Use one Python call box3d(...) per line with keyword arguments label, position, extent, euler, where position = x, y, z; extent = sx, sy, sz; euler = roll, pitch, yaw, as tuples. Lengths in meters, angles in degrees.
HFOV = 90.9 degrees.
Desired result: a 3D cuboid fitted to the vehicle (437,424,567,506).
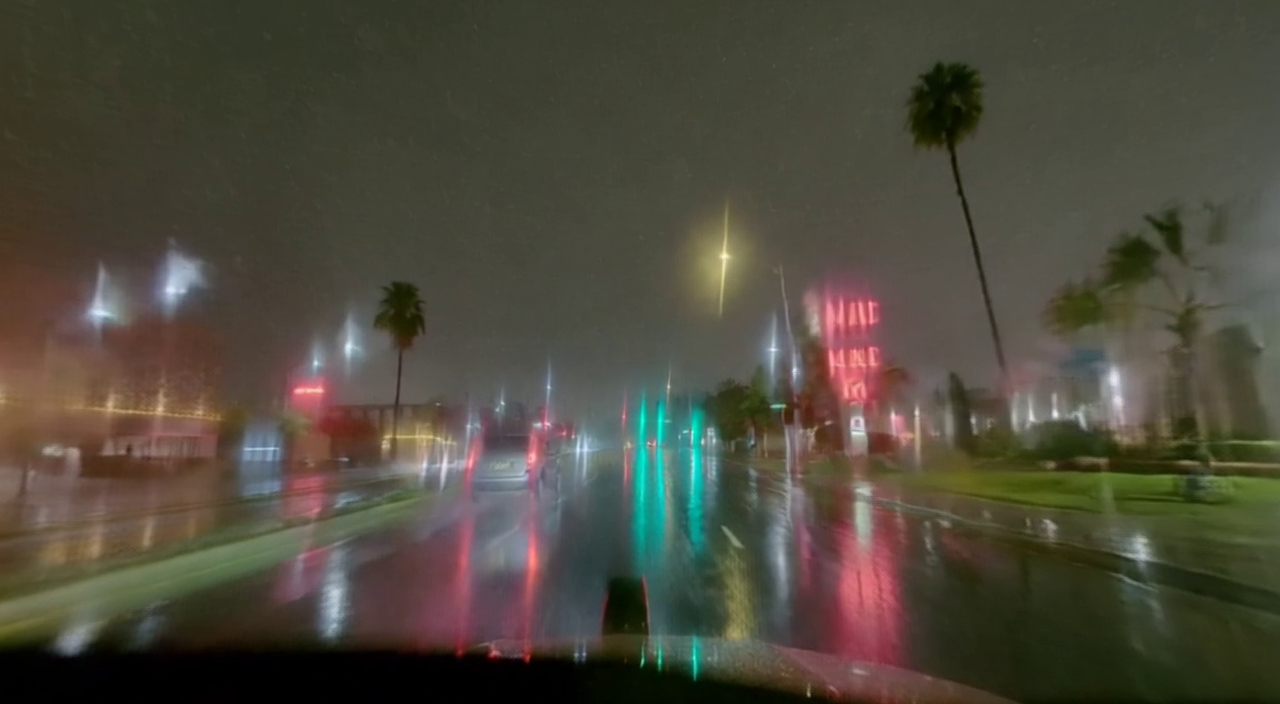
box3d(label="vehicle", position=(-3.172, 2.705, 15.580), extent=(2.062, 1.693, 4.669), euler=(0, -8, 1))
